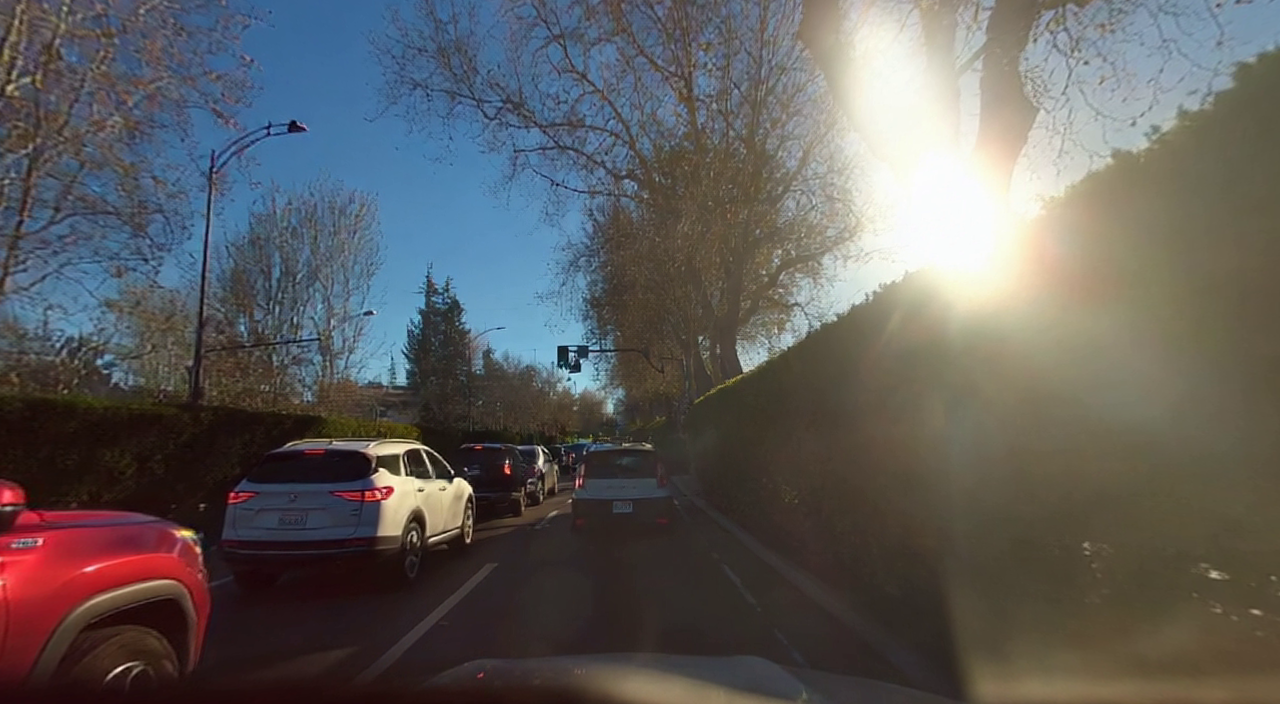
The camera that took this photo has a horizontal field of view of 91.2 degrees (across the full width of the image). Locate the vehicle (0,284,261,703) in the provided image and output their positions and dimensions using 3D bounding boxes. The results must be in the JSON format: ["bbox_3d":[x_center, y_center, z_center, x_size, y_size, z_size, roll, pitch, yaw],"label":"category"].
[{"bbox_3d":[-3.280,0.644,1.001,2.205,1.913,5.327,-5,-8,-2],"label":"vehicle"}]

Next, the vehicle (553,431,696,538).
[{"bbox_3d":[-0.269,2.316,11.537,2.154,1.581,4.007,0,-9,-1],"label":"vehicle"}]

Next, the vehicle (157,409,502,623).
[{"bbox_3d":[-3.402,1.832,8.053,2.256,1.728,4.421,-6,-8,-2],"label":"vehicle"}]
